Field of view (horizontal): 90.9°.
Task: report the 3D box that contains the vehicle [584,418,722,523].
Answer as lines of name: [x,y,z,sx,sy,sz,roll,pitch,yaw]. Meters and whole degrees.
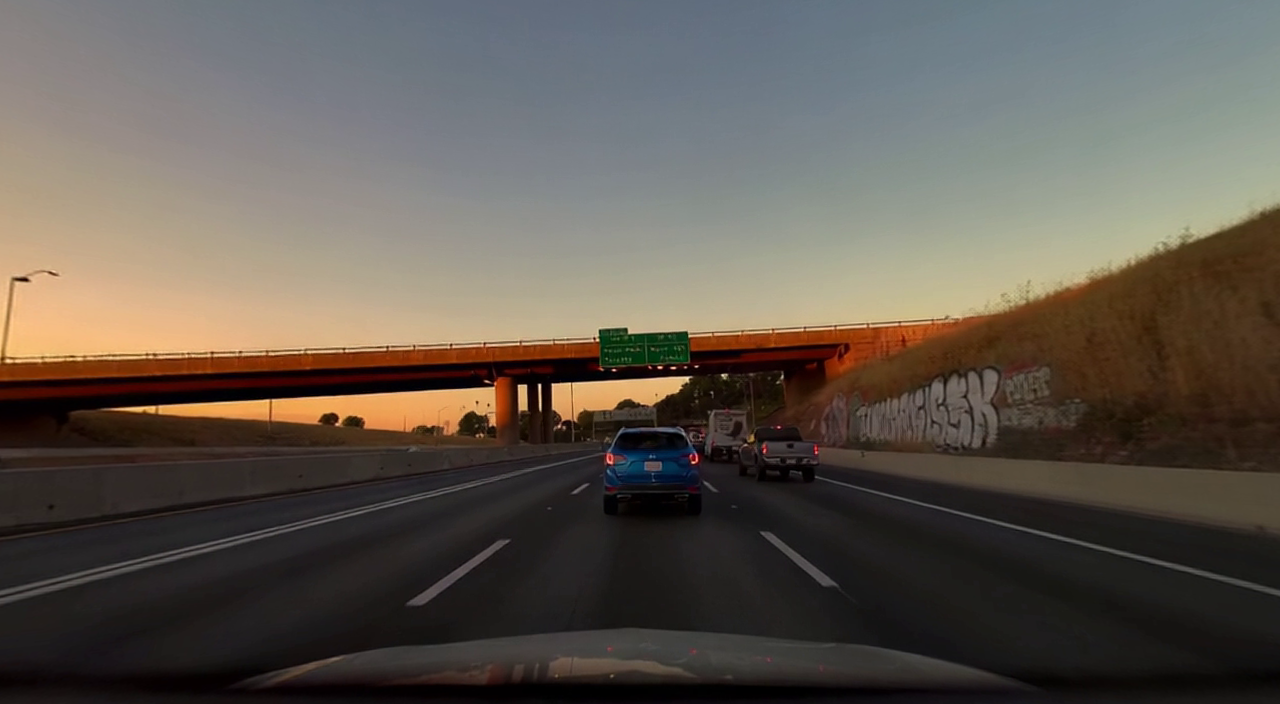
vehicle: [0.238,2.179,12.067,2.193,1.651,3.946,0,-8,1]

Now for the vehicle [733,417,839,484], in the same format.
vehicle: [4.636,3.275,21.156,2.311,1.922,5.977,0,-8,2]
